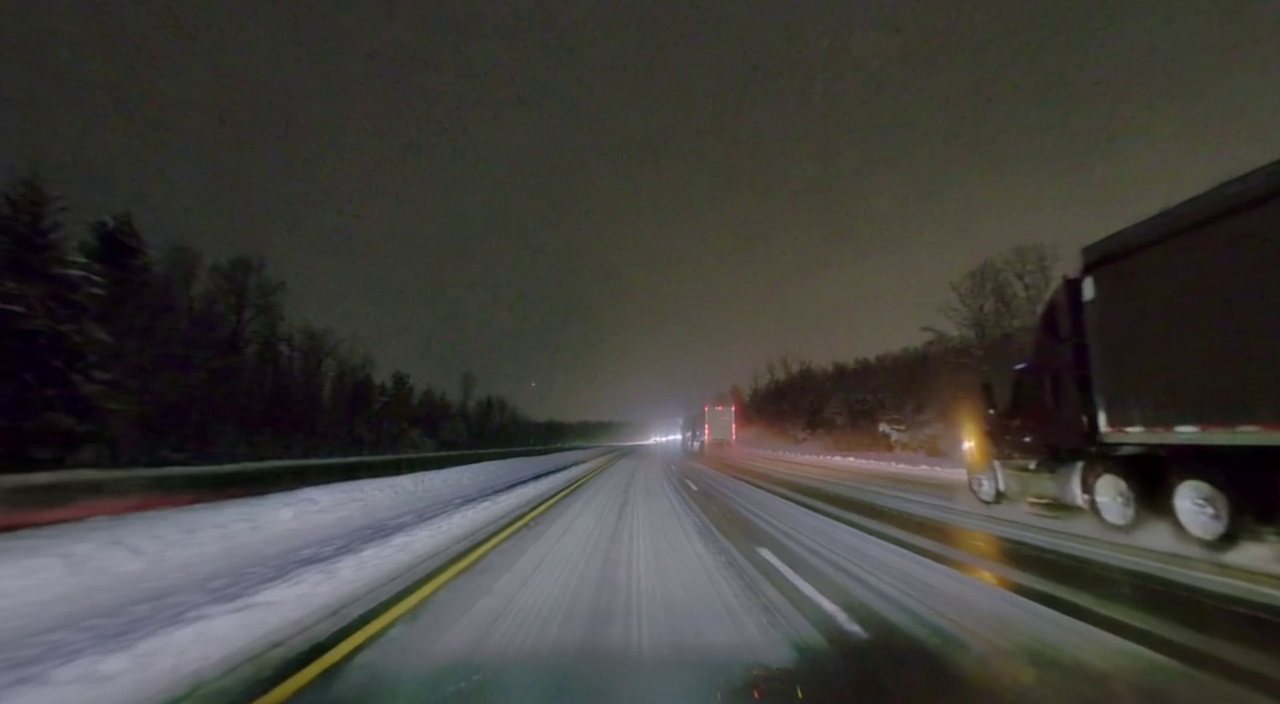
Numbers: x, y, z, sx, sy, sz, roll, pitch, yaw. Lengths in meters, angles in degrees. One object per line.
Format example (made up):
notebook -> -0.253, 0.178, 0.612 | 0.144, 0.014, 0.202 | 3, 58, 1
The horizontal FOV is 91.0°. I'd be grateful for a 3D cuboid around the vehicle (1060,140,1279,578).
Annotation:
vehicle -> 7.504, -0.538, 1.757 | 2.885, 4.075, 13.981 | 0, -8, -1
